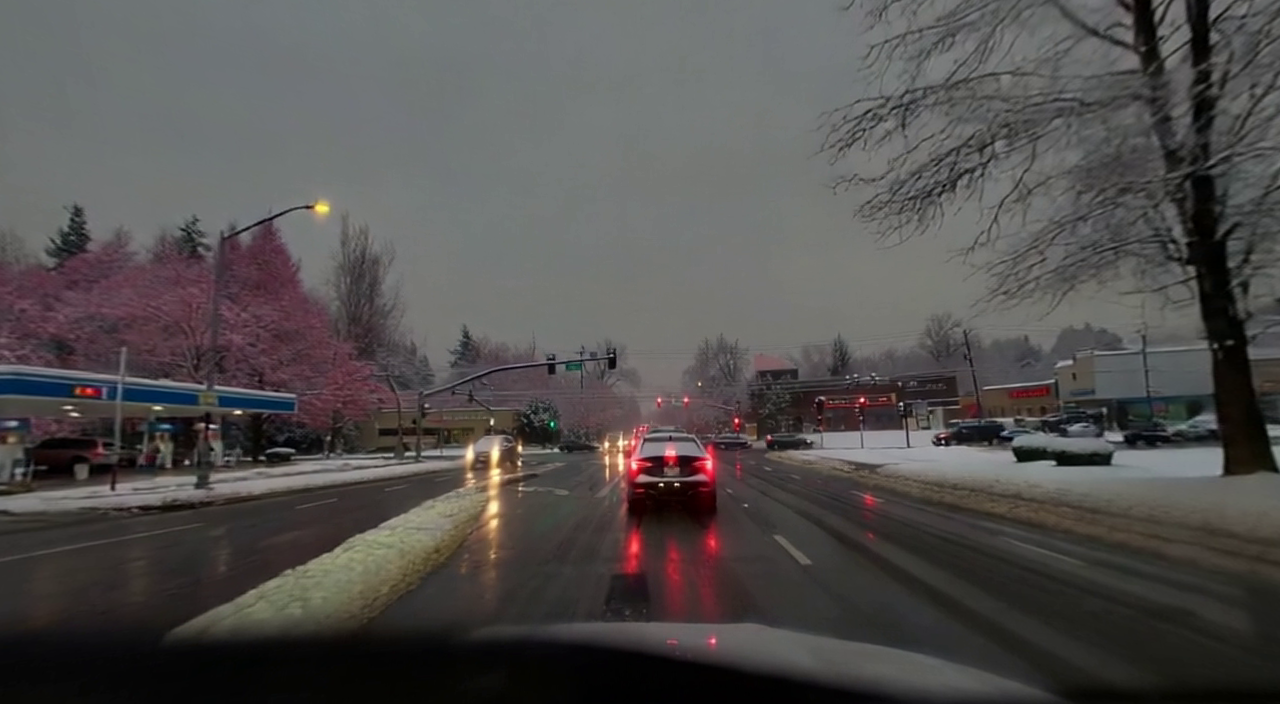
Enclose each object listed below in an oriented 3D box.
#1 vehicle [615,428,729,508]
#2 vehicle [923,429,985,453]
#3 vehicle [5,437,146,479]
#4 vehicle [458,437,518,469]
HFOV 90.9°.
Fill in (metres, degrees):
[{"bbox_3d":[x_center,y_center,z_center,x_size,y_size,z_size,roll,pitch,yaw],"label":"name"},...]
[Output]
[{"bbox_3d":[0.682,2.473,13.854,2.112,1.482,4.057,0,-8,2],"label":"vehicle"},{"bbox_3d":[20.511,5.800,41.120,4.091,1.495,2.053,7,-11,-39],"label":"vehicle"},{"bbox_3d":[-26.853,5.043,30.244,1.946,1.816,4.792,-1,-8,7],"label":"vehicle"},{"bbox_3d":[-8.327,5.583,35.018,2.108,1.671,4.535,0,-8,1],"label":"vehicle"}]
